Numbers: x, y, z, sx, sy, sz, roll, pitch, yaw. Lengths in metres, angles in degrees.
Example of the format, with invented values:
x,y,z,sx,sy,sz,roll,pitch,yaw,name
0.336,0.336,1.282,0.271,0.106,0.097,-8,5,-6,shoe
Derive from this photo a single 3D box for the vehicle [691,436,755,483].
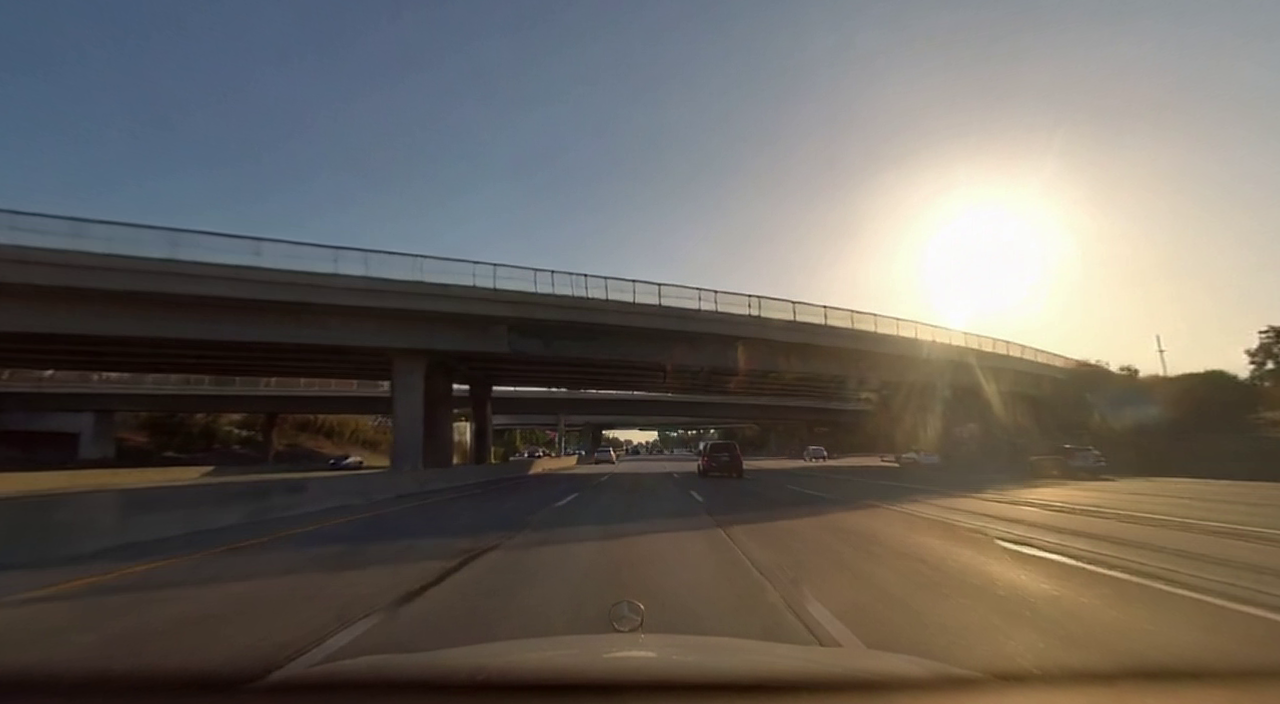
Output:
x,y,z,sx,sy,sz,roll,pitch,yaw,name
3.401,4.524,26.812,2.147,1.794,4.538,0,-9,0,vehicle

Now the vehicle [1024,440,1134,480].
x,y,z,sx,sy,sz,roll,pitch,yaw,name
21.082,5.195,30.526,2.116,1.754,4.727,0,-9,3,vehicle
